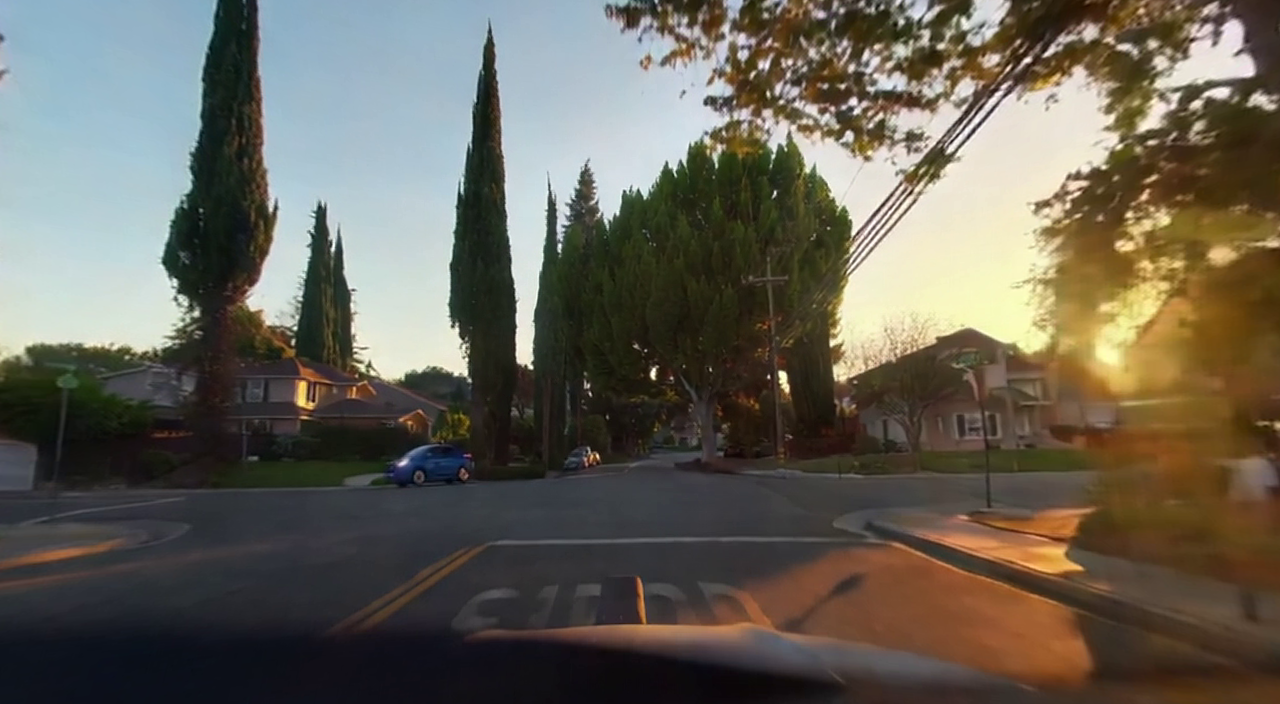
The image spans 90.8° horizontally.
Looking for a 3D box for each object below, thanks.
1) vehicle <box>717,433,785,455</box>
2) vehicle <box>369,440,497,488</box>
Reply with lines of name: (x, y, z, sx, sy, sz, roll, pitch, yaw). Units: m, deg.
vehicle: (8.455, 7.065, 48.554, 4.784, 1.647, 1.947, 0, -8, -4)
vehicle: (-7.523, 4.075, 23.508, 1.988, 1.596, 4.396, -4, -9, 26)
